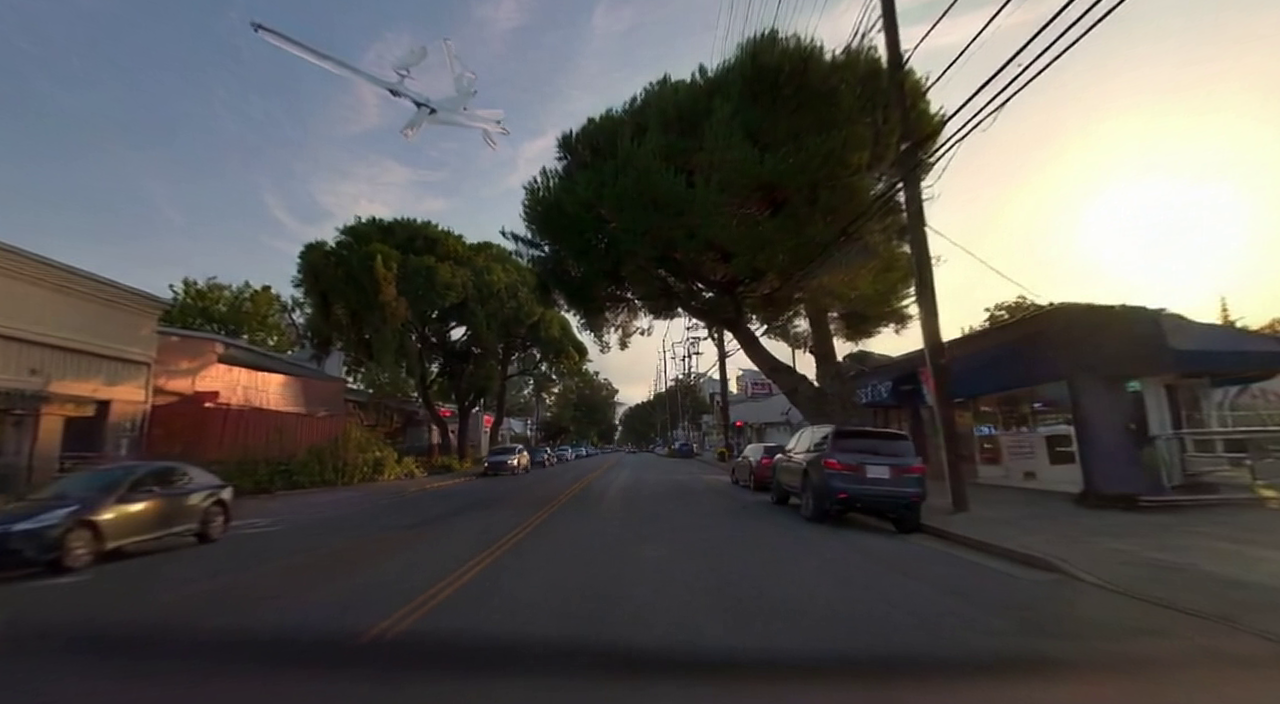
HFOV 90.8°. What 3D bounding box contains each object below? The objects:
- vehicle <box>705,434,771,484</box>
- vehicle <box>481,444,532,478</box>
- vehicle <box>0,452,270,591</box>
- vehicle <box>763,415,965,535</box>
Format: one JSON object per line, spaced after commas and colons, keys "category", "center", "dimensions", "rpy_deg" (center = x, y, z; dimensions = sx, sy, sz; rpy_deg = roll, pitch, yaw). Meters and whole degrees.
{"category": "vehicle", "center": [4.032, 4.489, 26.869], "dimensions": [2.011, 1.902, 4.763], "rpy_deg": [0, -9, 0]}
{"category": "vehicle", "center": [-7.774, 6.365, 37.204], "dimensions": [1.992, 1.676, 4.429], "rpy_deg": [-4, -8, 0]}
{"category": "vehicle", "center": [-7.715, 2.320, 9.407], "dimensions": [1.872, 1.455, 4.350], "rpy_deg": [-3, -8, -1]}
{"category": "vehicle", "center": [4.074, 2.324, 12.559], "dimensions": [2.080, 1.893, 4.699], "rpy_deg": [0, -9, -3]}
